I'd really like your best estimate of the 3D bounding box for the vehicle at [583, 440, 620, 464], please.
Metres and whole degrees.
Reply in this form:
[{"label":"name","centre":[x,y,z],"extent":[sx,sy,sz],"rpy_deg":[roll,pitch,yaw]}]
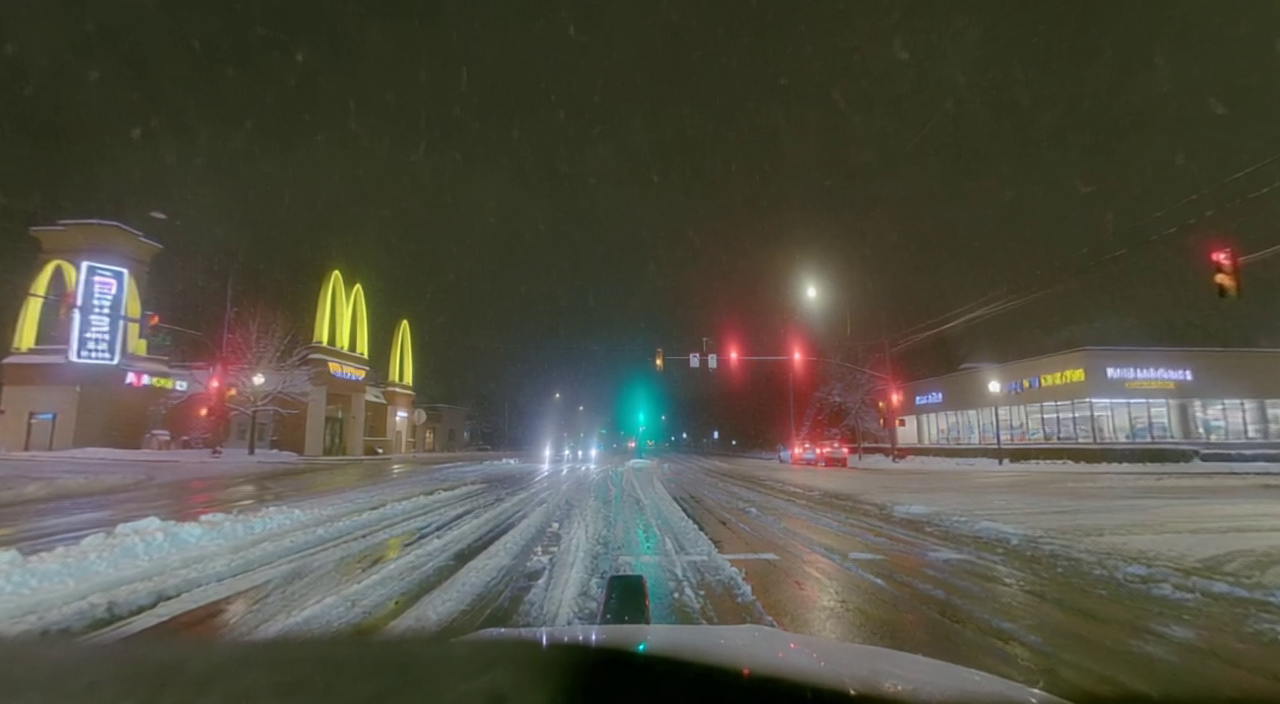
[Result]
[{"label":"vehicle","centre":[-2.501,6.639,41.957],"extent":[2.104,1.468,4.195],"rpy_deg":[0,-8,1]}]
